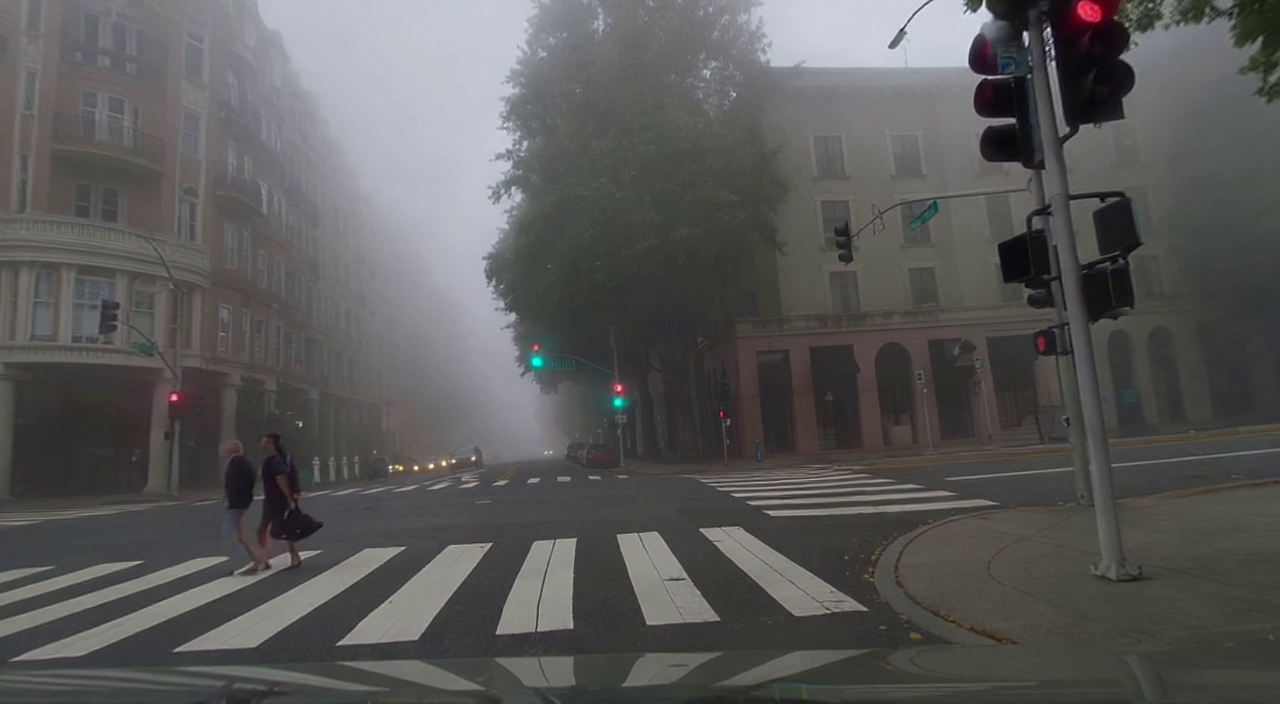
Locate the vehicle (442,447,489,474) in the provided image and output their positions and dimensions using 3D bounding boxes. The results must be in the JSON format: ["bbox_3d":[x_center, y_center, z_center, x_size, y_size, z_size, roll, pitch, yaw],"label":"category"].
[{"bbox_3d":[-10.444,6.476,38.107,2.196,1.503,4.371,1,-9,-8],"label":"vehicle"}]
